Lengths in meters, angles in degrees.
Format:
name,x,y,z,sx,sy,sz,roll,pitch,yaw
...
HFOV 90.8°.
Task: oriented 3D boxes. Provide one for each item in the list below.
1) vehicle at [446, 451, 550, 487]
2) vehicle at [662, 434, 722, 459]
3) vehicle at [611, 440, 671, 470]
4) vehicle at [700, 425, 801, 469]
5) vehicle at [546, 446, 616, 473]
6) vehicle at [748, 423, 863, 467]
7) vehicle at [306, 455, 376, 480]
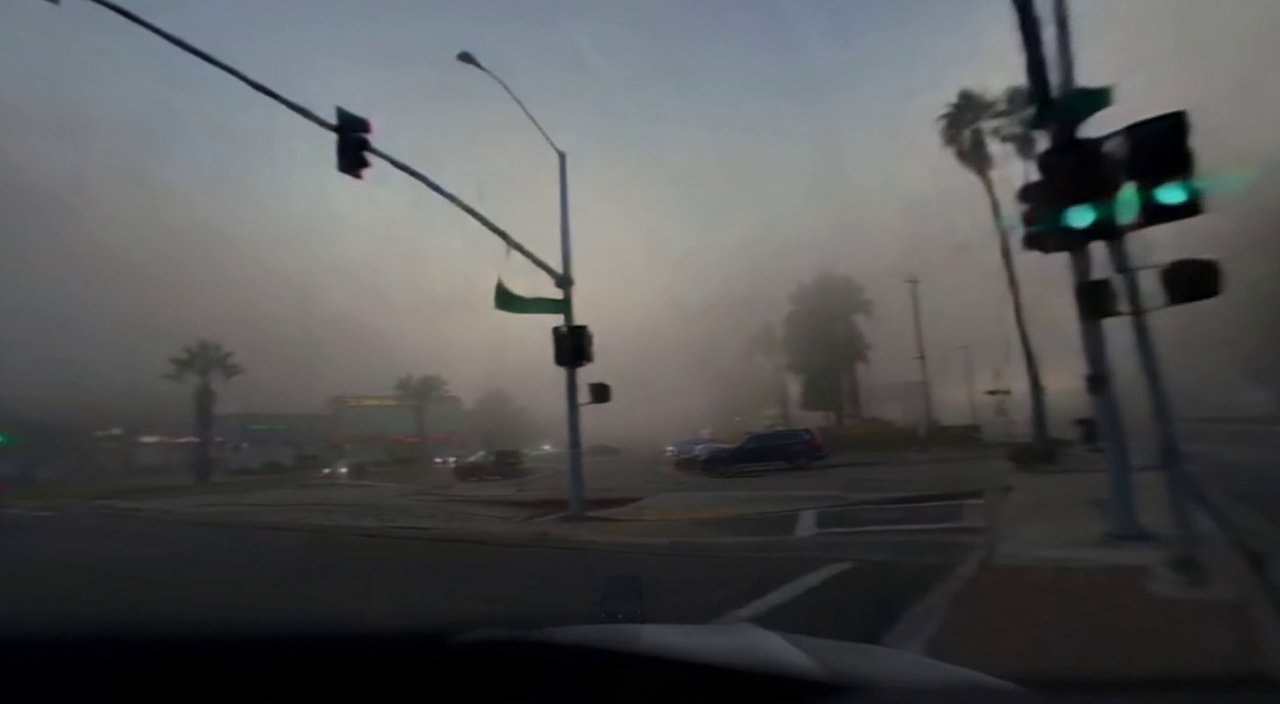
name,x,y,z,sx,sy,sz,roll,pitch,yaw
vehicle,-6.447,5.330,29.158,2.085,1.398,4.355,-6,-10,36
vehicle,3.541,6.385,42.496,1.992,1.533,4.178,-7,-13,39
vehicle,0.116,7.134,44.060,1.867,1.433,4.377,6,0,36
vehicle,4.026,3.591,23.533,1.893,1.489,3.430,6,-12,-29
vehicle,-3.529,6.503,38.593,1.997,1.459,4.199,-6,-10,36
vehicle,6.995,3.960,27.065,2.068,1.569,4.286,0,-6,-37
vehicle,-20.151,7.719,42.491,4.936,1.481,2.046,-6,-10,35
